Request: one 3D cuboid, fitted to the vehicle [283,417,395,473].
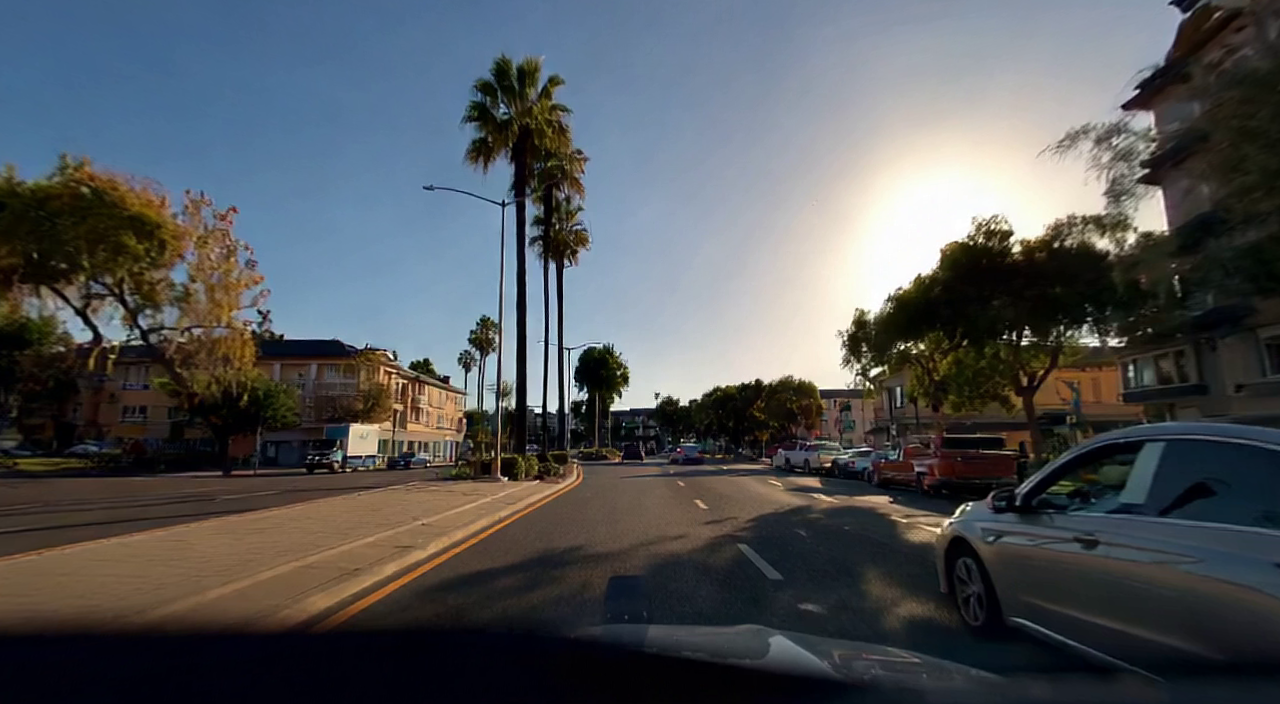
[{"bbox_3d":[-18.960,5.976,40.481,2.933,3.159,8.124,-1,-9,2],"label":"vehicle"}]

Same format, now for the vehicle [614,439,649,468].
[{"bbox_3d":[-0.519,6.346,39.409,2.087,1.709,4.076,0,-9,0],"label":"vehicle"}]

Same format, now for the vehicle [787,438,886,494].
[{"bbox_3d":[6.360,3.728,20.942,1.858,1.653,4.194,0,-9,-1],"label":"vehicle"}]

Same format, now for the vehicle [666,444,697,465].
[{"bbox_3d":[3.190,7.908,48.784,2.032,1.516,4.094,0,-9,-1],"label":"vehicle"}]

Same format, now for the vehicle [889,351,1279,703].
[{"bbox_3d":[3.026,0.957,2.862,2.009,1.639,4.267,0,-9,0],"label":"vehicle"}]

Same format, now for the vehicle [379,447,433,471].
[{"bbox_3d":[-15.433,7.040,41.838,1.783,1.477,4.624,0,-9,0],"label":"vehicle"}]
